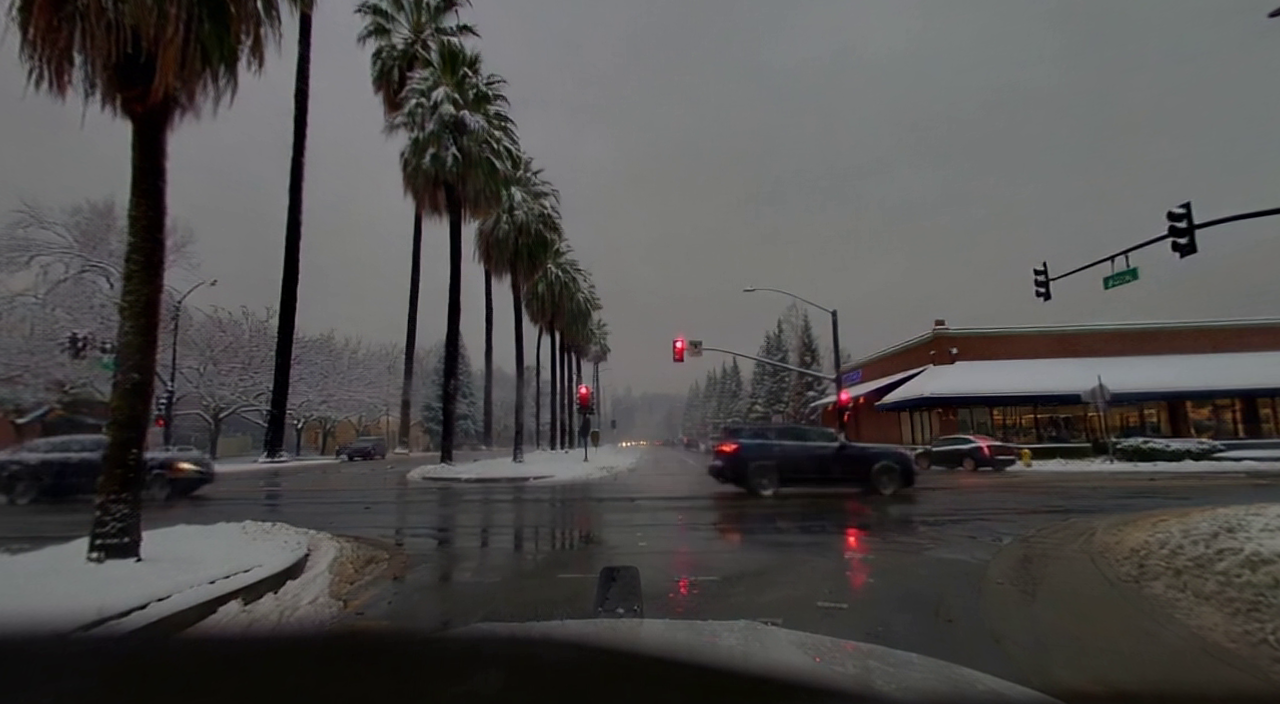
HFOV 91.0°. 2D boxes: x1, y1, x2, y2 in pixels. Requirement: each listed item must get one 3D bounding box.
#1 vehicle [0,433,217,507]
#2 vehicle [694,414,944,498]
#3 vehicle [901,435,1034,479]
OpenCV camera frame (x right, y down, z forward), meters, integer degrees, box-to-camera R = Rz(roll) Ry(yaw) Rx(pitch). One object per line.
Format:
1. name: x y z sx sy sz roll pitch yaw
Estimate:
1. vehicle: -14.054 2.962 16.088 4.854 1.699 2.152 3 -9 -18
2. vehicle: 4.378 2.630 16.109 5.619 1.951 2.321 1 -8 -5
3. vehicle: 13.631 4.406 26.573 4.722 1.717 2.000 -3 -9 23
